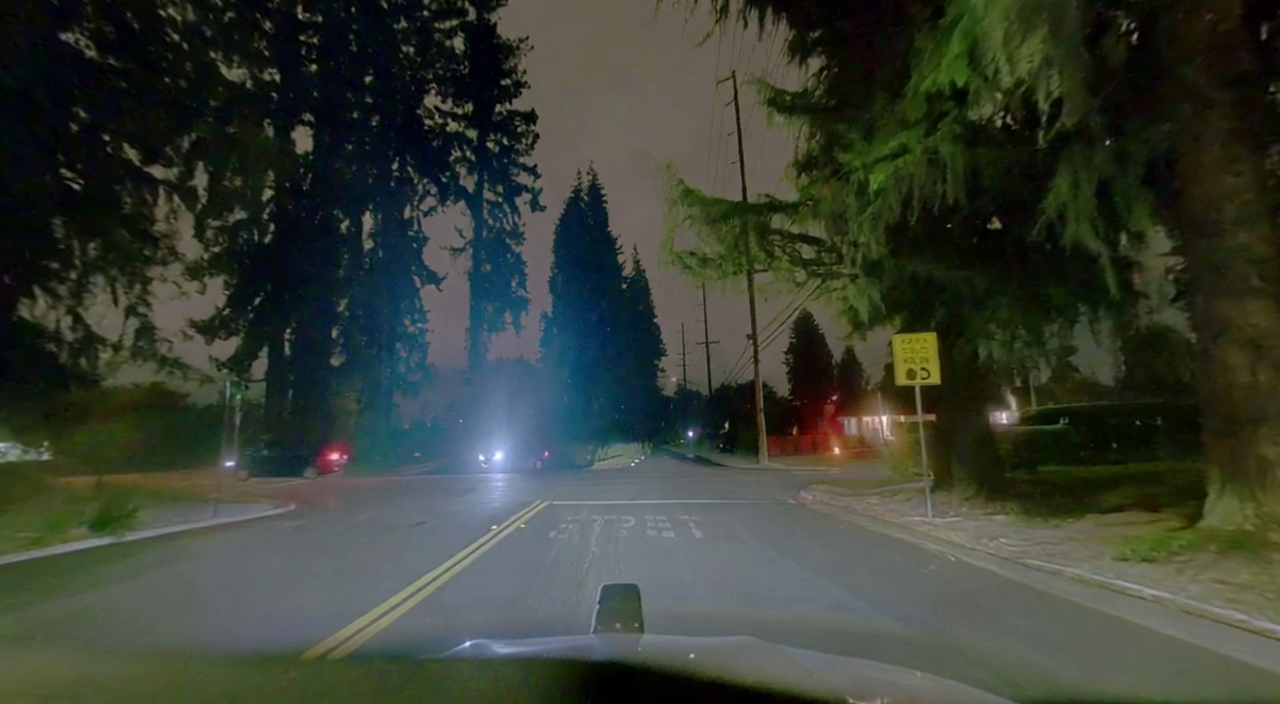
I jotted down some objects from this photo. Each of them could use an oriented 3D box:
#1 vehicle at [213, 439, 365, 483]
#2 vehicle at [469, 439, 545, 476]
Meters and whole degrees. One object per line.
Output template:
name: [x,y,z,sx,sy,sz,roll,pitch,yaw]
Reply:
vehicle: [-14.159,4.407,25.725,4.968,1.728,1.987,0,-8,1]
vehicle: [-6.274,5.022,30.350,1.988,1.596,4.396,-2,-8,11]
